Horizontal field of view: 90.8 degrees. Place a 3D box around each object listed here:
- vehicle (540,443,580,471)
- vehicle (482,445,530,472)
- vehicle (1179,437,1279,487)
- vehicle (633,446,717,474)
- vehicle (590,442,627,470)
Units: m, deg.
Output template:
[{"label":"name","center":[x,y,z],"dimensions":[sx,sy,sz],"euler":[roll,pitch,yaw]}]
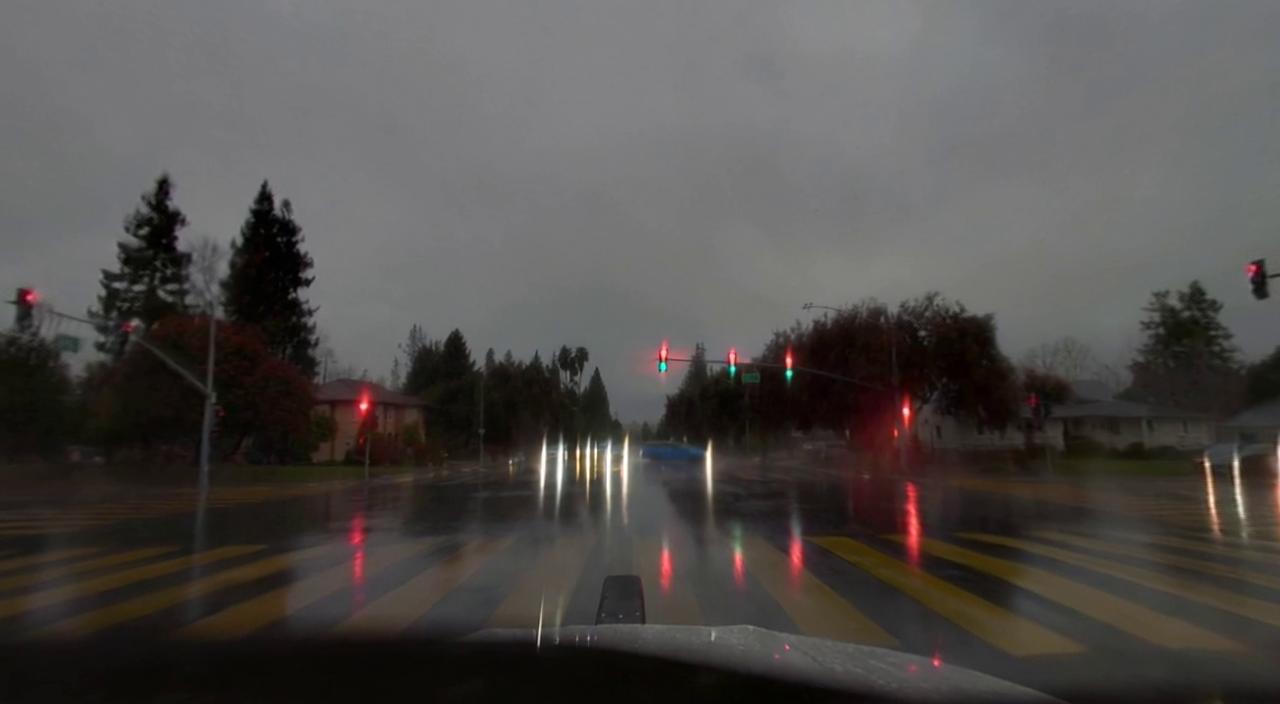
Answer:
[{"label":"vehicle","center":[-5.270,6.966,42.136],"dimensions":[2.091,1.707,4.157],"euler":[0,-8,1]},{"label":"vehicle","center":[-8.687,6.948,41.427],"dimensions":[2.028,1.654,5.027],"euler":[0,-8,0]},{"label":"vehicle","center":[23.981,4.156,24.082],"dimensions":[4.952,1.803,2.075],"euler":[0,-9,-2]},{"label":"vehicle","center":[1.936,5.901,34.715],"dimensions":[4.118,1.491,2.046],"euler":[-4,-9,23]},{"label":"vehicle","center":[-2.137,7.271,44.482],"dimensions":[2.355,1.868,5.125],"euler":[0,-8,0]}]
